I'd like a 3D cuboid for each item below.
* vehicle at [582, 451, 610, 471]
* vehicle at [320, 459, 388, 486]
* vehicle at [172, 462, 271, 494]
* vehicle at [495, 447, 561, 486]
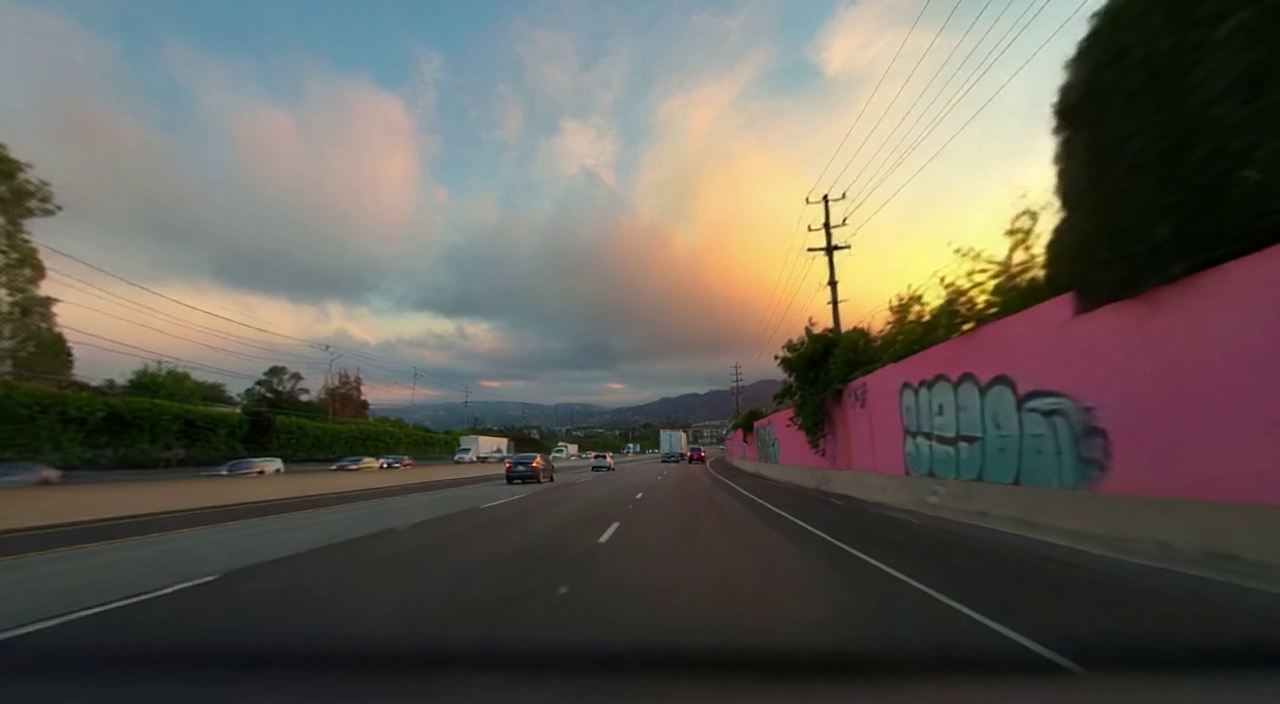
[{"bbox_3d":[-3.283,8.235,47.658,1.708,1.489,2.840,-1,-9,5],"label":"vehicle"},{"bbox_3d":[-16.475,6.930,36.498,1.840,1.431,4.016,-1,-9,4],"label":"vehicle"},{"bbox_3d":[-20.884,6.278,31.685,1.860,1.423,4.198,-1,-9,4],"label":"vehicle"},{"bbox_3d":[-4.782,4.927,27.436,1.966,1.565,3.766,-1,-9,4],"label":"vehicle"}]
